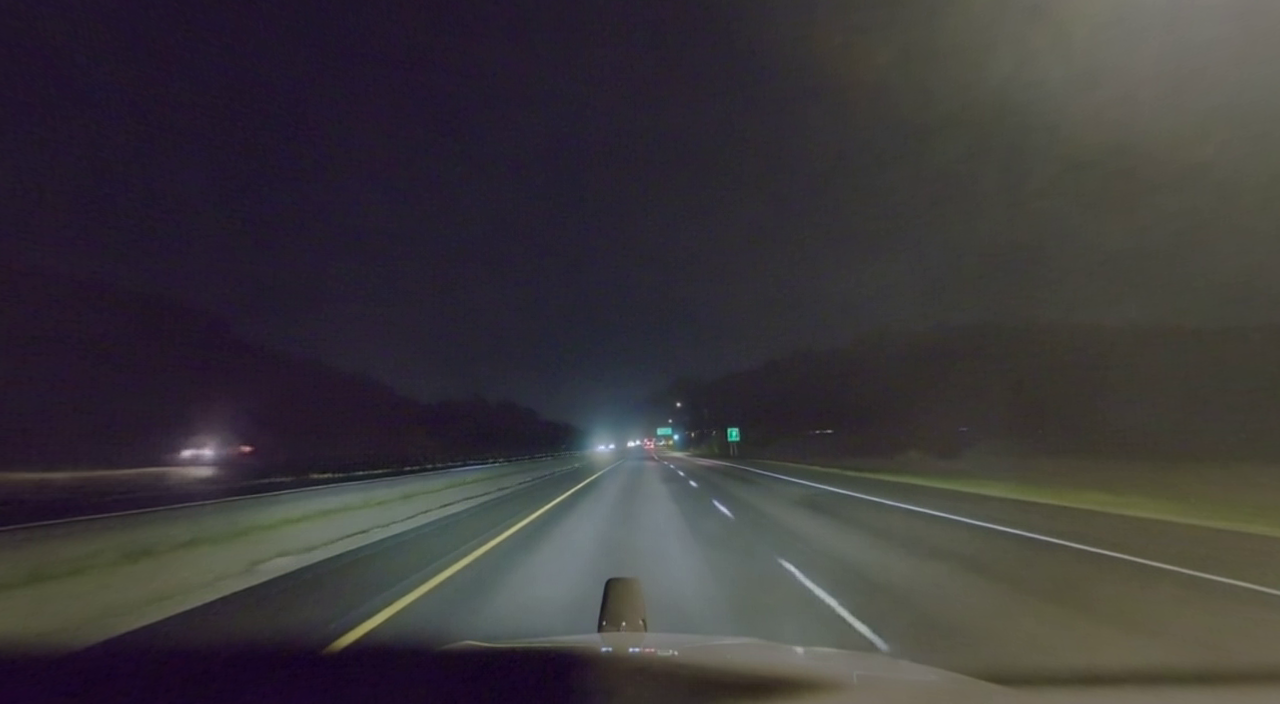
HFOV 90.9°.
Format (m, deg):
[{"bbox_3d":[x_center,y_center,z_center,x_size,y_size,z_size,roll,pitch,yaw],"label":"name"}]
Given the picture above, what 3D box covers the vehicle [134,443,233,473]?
[{"bbox_3d":[-29.254,6.791,40.721,2.159,1.797,5.610,0,-8,1],"label":"vehicle"}]
